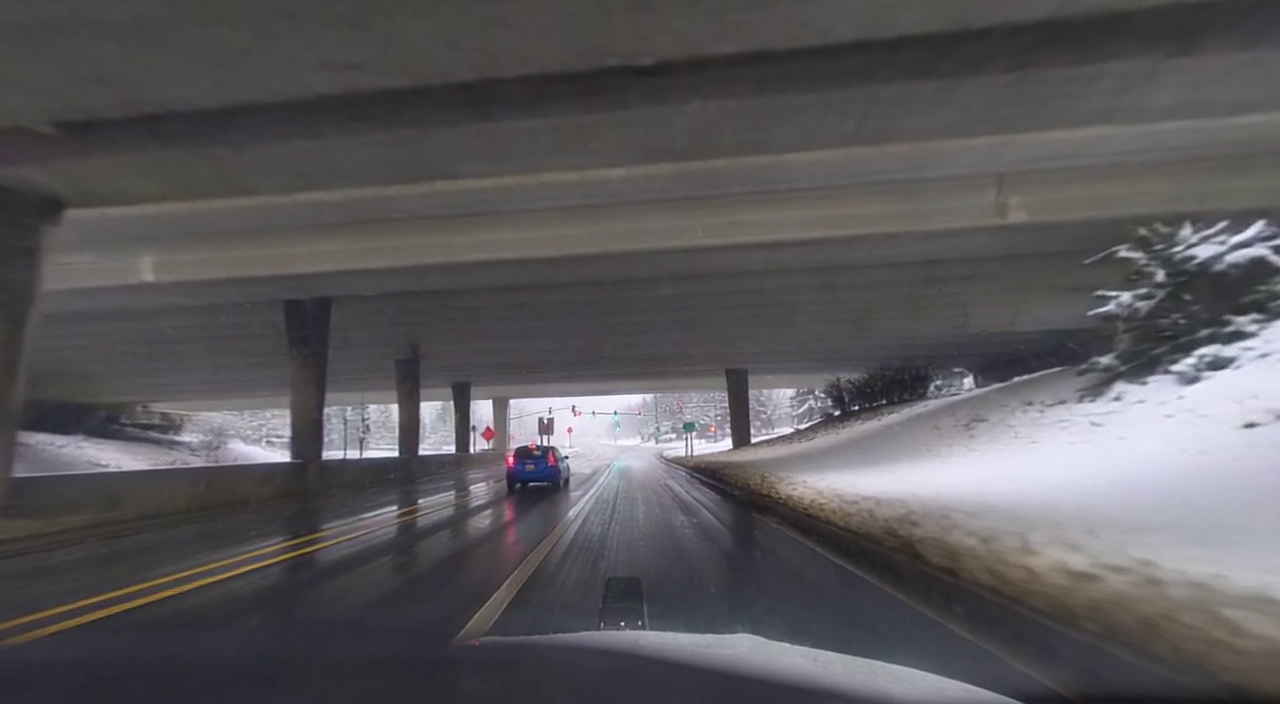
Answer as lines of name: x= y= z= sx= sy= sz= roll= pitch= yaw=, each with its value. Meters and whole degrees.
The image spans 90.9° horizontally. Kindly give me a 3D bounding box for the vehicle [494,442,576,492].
vehicle: x=-3.390 y=3.806 z=21.225 sx=1.963 sy=1.460 sz=4.614 roll=0 pitch=-9 yaw=0
